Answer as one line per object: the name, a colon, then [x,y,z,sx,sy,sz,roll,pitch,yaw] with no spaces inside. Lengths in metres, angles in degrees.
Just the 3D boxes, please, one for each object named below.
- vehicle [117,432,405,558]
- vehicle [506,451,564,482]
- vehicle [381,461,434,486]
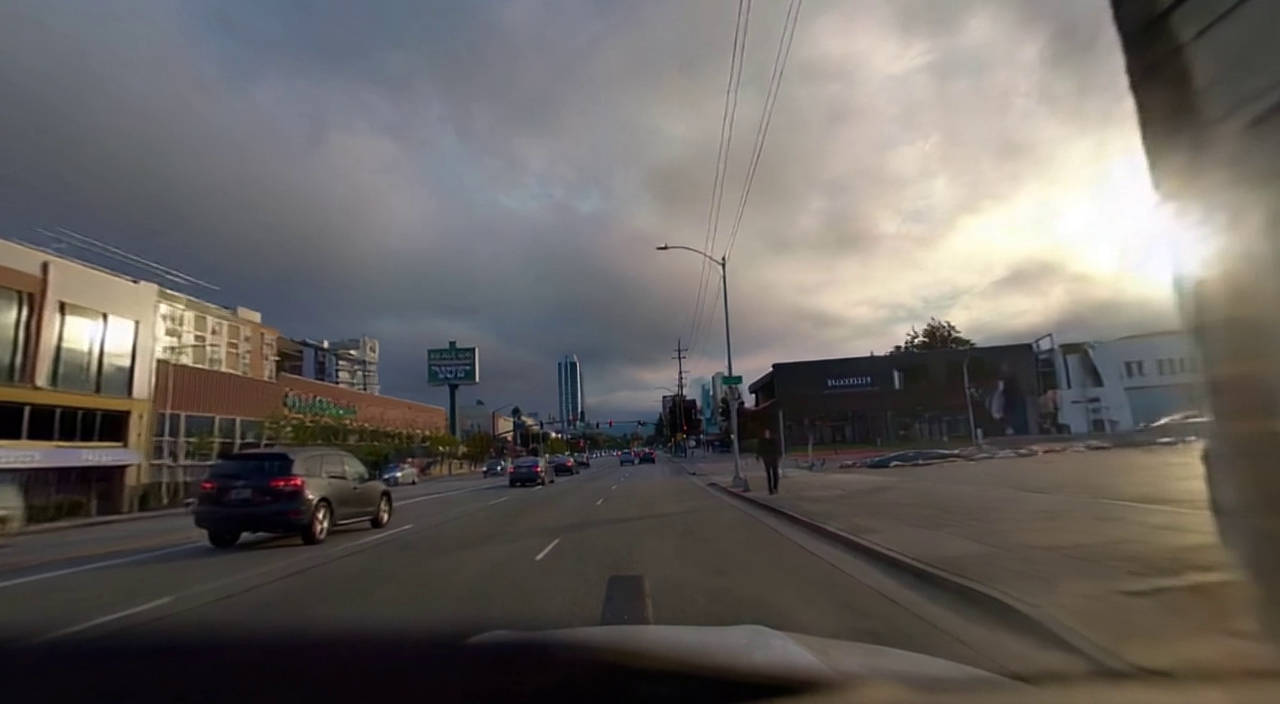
vehicle: [-6.115,2.355,11.098,2.007,1.698,4.759,0,-9,1]
vehicle: [-5.306,5.890,32.586,2.030,1.488,4.650,0,-9,2]
vehicle: [-16.598,8.662,45.201,1.887,1.533,4.222,1,-9,4]
